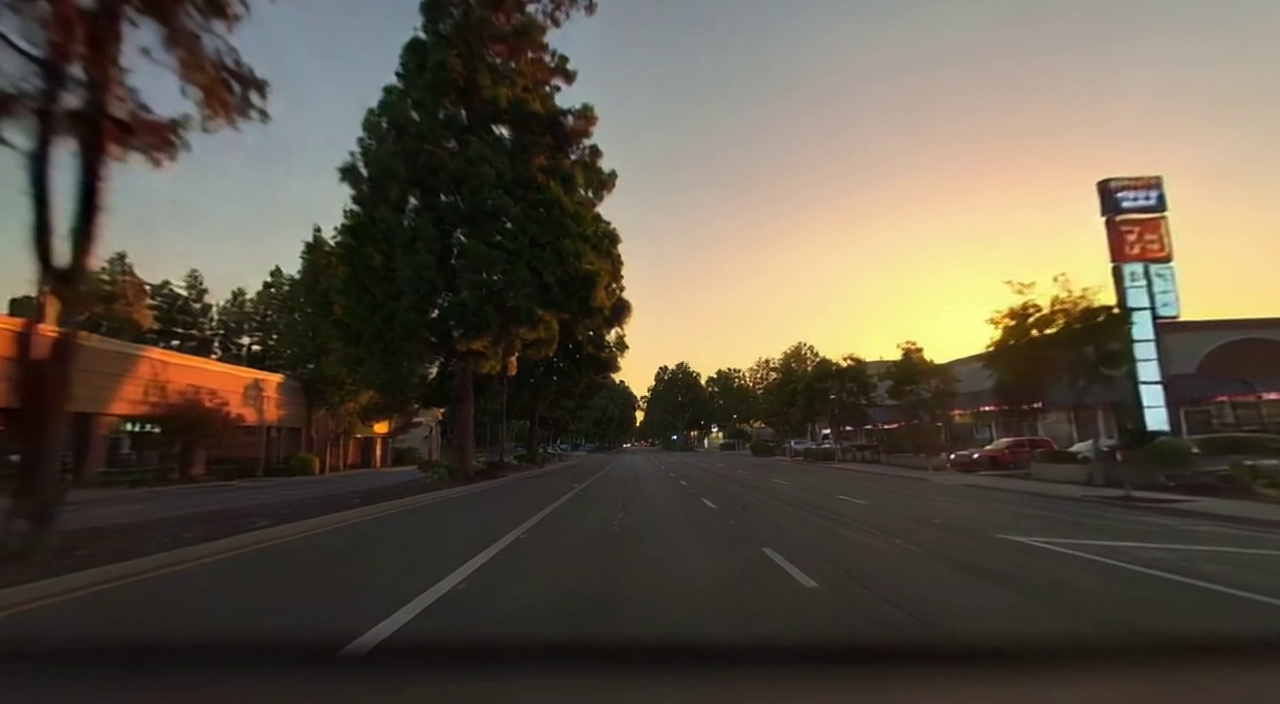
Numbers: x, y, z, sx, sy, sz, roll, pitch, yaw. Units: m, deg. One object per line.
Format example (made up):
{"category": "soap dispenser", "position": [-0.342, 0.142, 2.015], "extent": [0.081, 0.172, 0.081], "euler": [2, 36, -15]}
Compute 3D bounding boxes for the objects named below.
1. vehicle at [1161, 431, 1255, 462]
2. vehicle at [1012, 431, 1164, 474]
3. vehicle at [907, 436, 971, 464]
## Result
{"category": "vehicle", "position": [35.208, 5.860, 39.321], "extent": [1.962, 1.791, 4.054], "euler": [0, -8, 0]}
{"category": "vehicle", "position": [16.991, 3.834, 24.119], "extent": [4.324, 1.536, 1.947], "euler": [0, -9, -1]}
{"category": "vehicle", "position": [18.832, 6.188, 40.011], "extent": [1.886, 1.670, 4.562], "euler": [0, -8, 1]}
